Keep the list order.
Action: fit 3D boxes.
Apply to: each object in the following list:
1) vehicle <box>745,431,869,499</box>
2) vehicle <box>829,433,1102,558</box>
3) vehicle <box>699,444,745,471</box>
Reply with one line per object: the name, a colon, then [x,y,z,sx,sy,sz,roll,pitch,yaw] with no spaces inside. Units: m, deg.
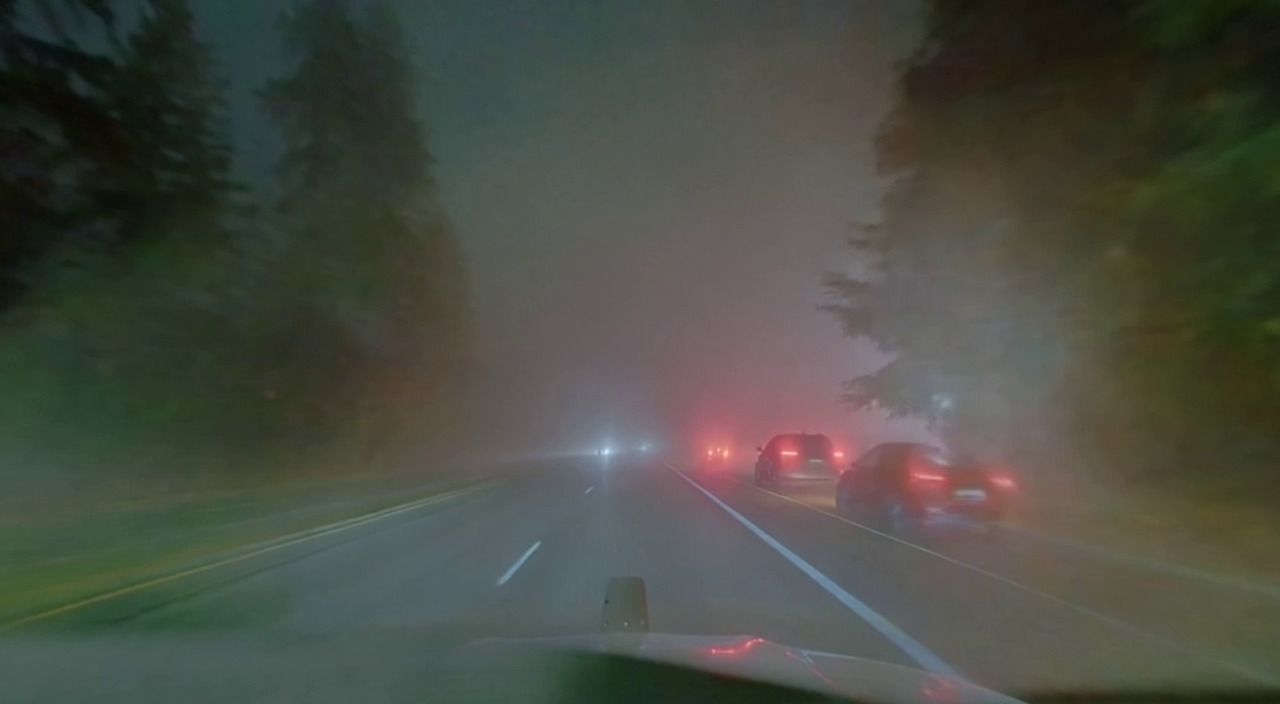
vehicle: [4.687,3.258,18.628,2.205,1.728,4.855,0,-8,-1]
vehicle: [4.726,2.121,10.184,1.920,1.514,4.746,0,-8,1]
vehicle: [4.850,6.324,38.015,2.184,1.496,4.615,0,-8,0]
